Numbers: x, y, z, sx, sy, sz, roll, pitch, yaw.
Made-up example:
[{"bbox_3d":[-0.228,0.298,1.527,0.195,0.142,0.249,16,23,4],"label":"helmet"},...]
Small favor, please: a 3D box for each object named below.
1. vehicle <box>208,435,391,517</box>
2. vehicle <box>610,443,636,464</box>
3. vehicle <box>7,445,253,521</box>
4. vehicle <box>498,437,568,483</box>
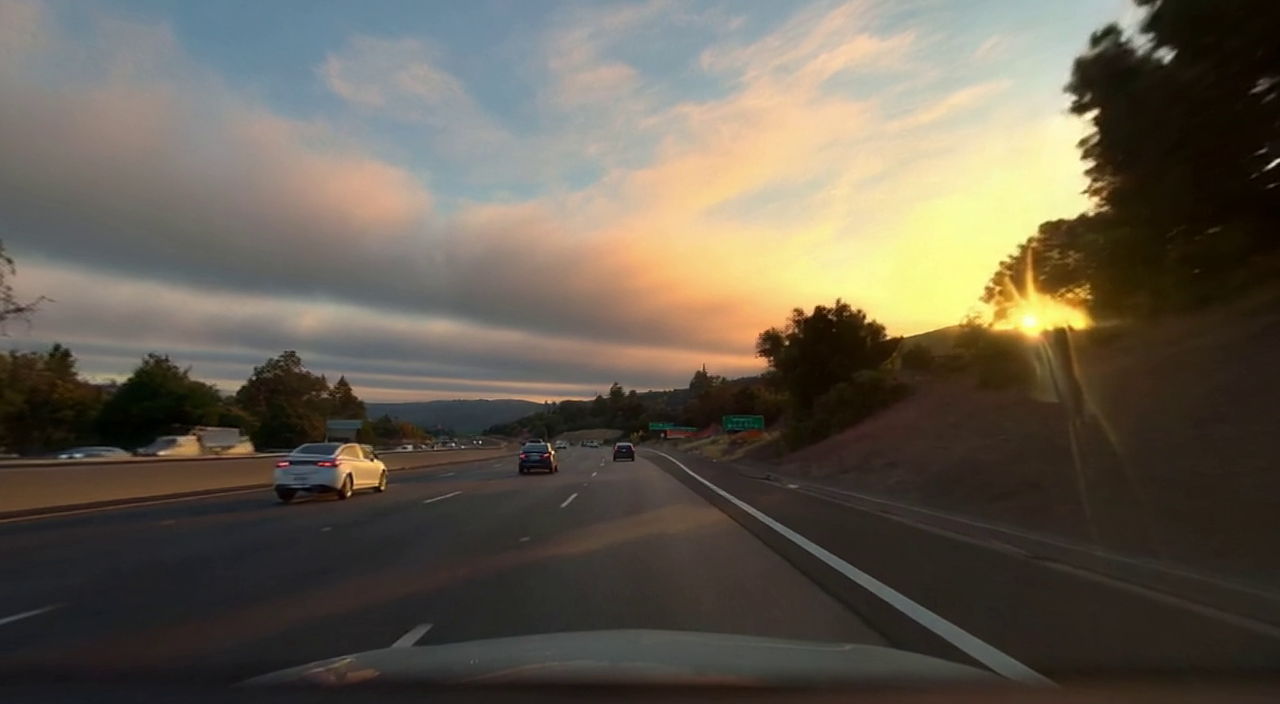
[{"bbox_3d":[-7.730,2.812,14.870,2.086,1.628,4.039,0,-8,-1],"label":"vehicle"},{"bbox_3d":[-1.285,7.525,46.876,1.881,1.460,3.694,0,-8,-2],"label":"vehicle"},{"bbox_3d":[-11.816,3.015,15.194,2.028,1.499,4.702,0,-8,0],"label":"vehicle"},{"bbox_3d":[-4.082,4.201,24.799,1.991,1.610,4.606,0,-8,-1],"label":"vehicle"}]
